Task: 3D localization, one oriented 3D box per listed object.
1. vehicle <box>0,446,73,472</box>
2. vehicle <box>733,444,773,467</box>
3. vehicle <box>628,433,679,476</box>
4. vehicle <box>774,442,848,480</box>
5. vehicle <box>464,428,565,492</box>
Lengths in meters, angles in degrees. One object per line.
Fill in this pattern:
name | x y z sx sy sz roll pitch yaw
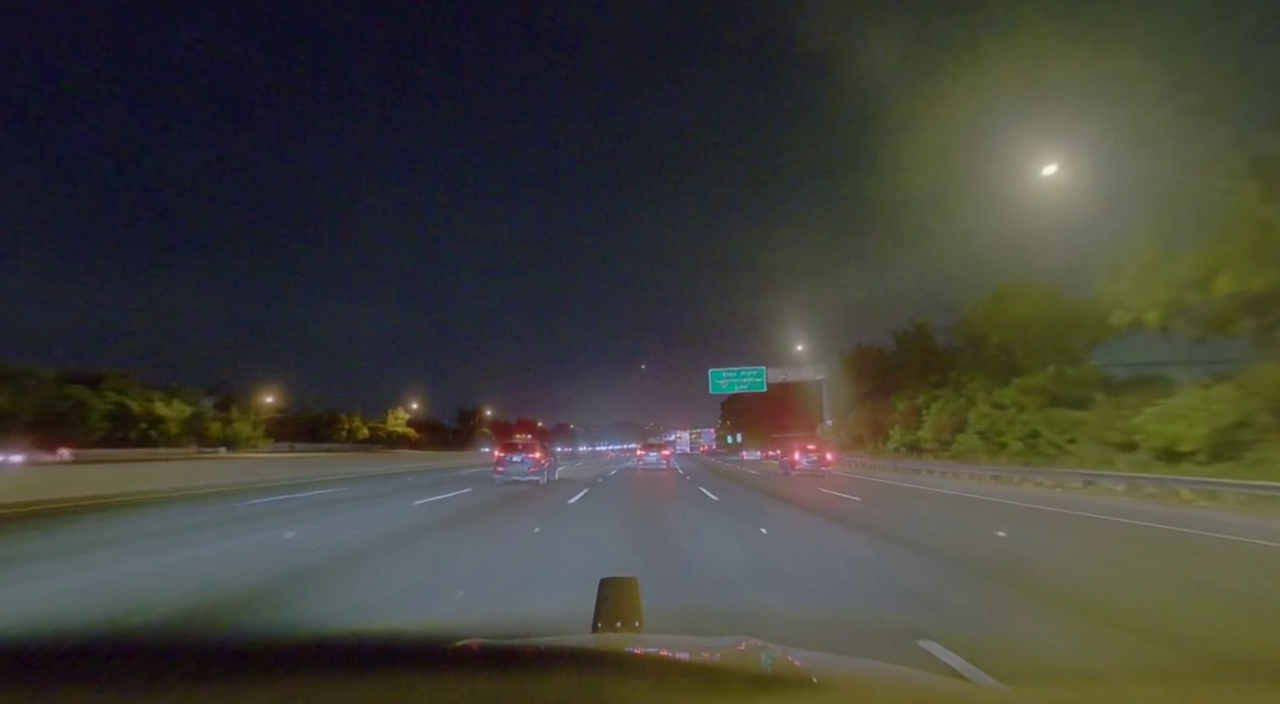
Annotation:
vehicle | -38.365 6.575 38.889 1.897 1.528 4.789 -1 -9 5
vehicle | 7.884 7.251 44.257 2.005 1.456 4.287 0 -9 0
vehicle | 0.667 4.914 30.390 2.270 1.862 4.949 0 -9 1
vehicle | 7.261 4.675 27.181 1.936 1.480 4.373 0 -9 0
vehicle | -3.762 3.347 19.723 2.142 1.759 4.297 0 -9 2
